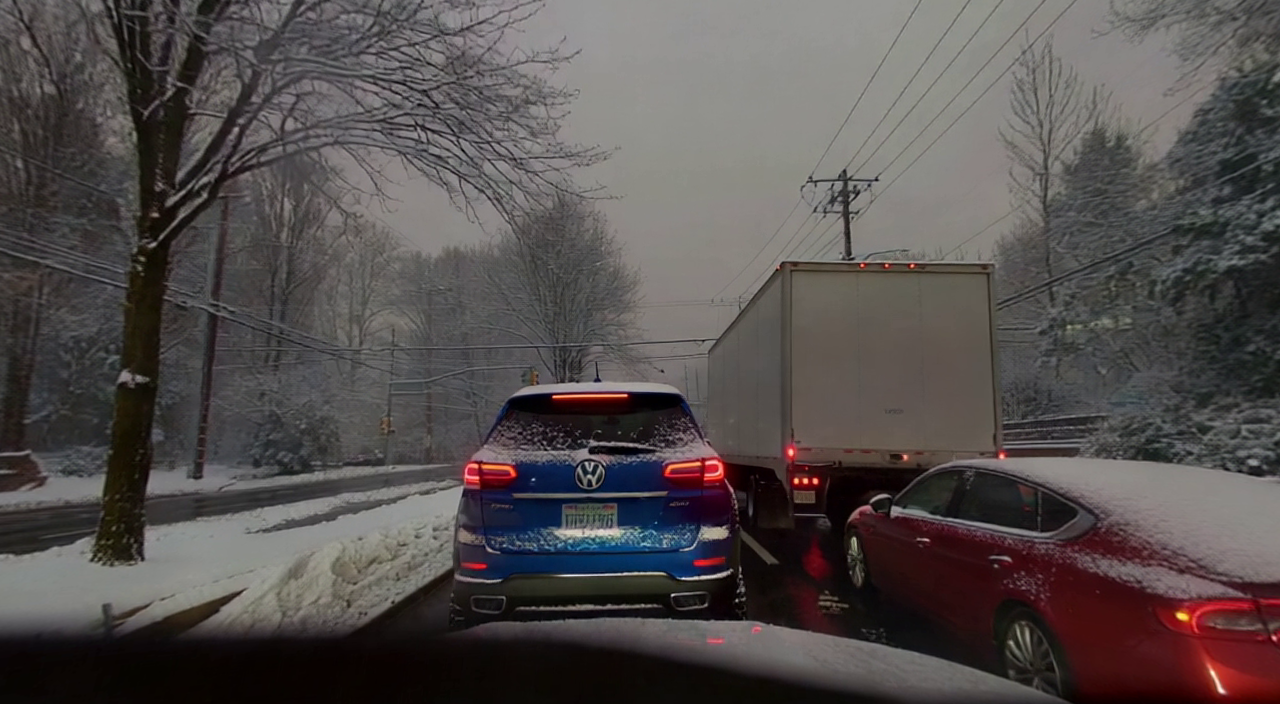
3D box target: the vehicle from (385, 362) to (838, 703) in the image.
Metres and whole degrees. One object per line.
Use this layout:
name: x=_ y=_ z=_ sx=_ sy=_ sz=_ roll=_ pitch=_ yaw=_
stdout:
vehicle: x=-0.129 y=1.222 z=5.137 sx=2.114 sy=1.732 sz=4.230 roll=0 pitch=-8 yaw=0

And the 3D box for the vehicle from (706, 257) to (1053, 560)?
vehicle: x=3.222 y=1.249 z=11.825 sx=2.915 sy=3.559 sz=8.848 roll=0 pitch=-8 yaw=-1

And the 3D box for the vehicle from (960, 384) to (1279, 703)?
vehicle: x=2.827 y=0.746 z=1.191 sx=1.971 sy=1.484 sz=4.728 roll=0 pitch=-8 yaw=0
